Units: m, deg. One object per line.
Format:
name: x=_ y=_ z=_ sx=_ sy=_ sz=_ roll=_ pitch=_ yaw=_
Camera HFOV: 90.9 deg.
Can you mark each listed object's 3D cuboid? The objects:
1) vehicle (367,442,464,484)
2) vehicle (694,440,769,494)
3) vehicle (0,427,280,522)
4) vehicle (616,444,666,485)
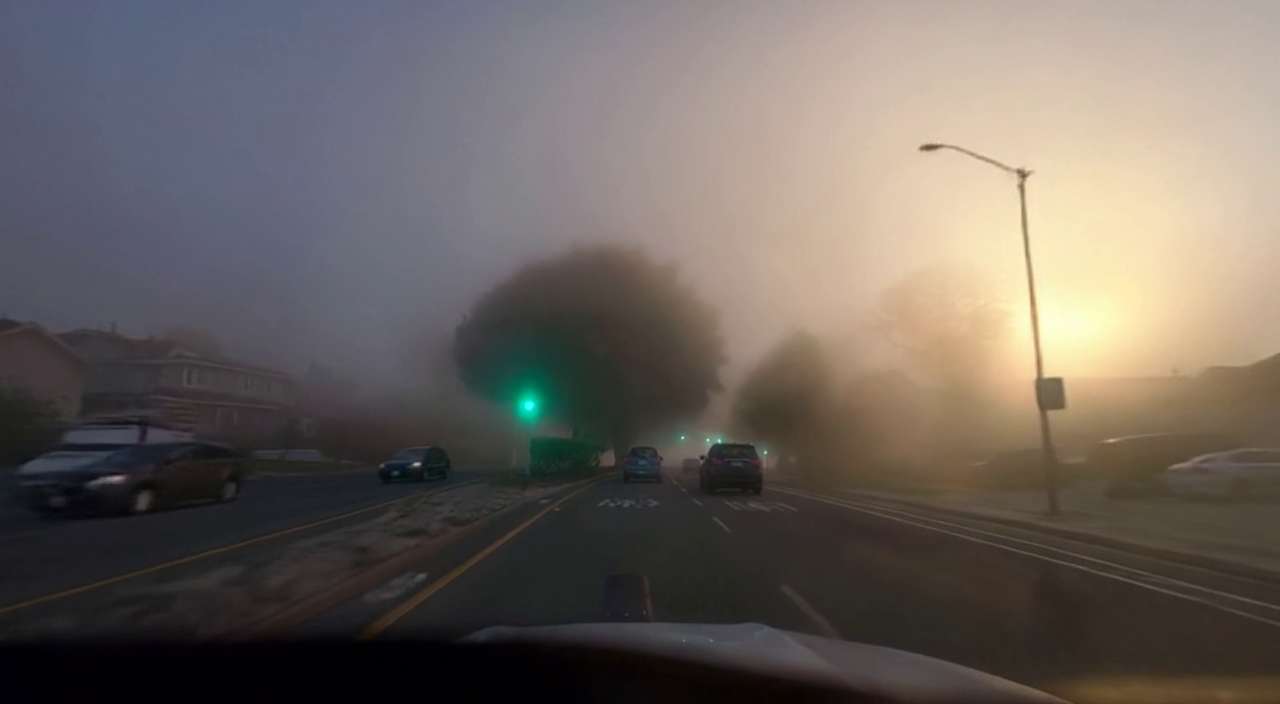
vehicle: x=-8.867 y=4.405 z=25.381 sx=1.991 sy=1.503 sz=4.688 roll=-1 pitch=-8 yaw=3
vehicle: x=3.297 y=4.240 z=23.610 sx=2.166 sy=1.799 sz=4.372 roll=0 pitch=-8 yaw=0
vehicle: x=-9.176 y=2.256 z=12.156 sx=1.829 sy=1.463 sz=4.403 roll=0 pitch=-8 yaw=0
vehicle: x=0.128 y=5.356 z=30.398 sx=2.185 sy=1.822 sz=4.391 roll=0 pitch=-8 yaw=2
